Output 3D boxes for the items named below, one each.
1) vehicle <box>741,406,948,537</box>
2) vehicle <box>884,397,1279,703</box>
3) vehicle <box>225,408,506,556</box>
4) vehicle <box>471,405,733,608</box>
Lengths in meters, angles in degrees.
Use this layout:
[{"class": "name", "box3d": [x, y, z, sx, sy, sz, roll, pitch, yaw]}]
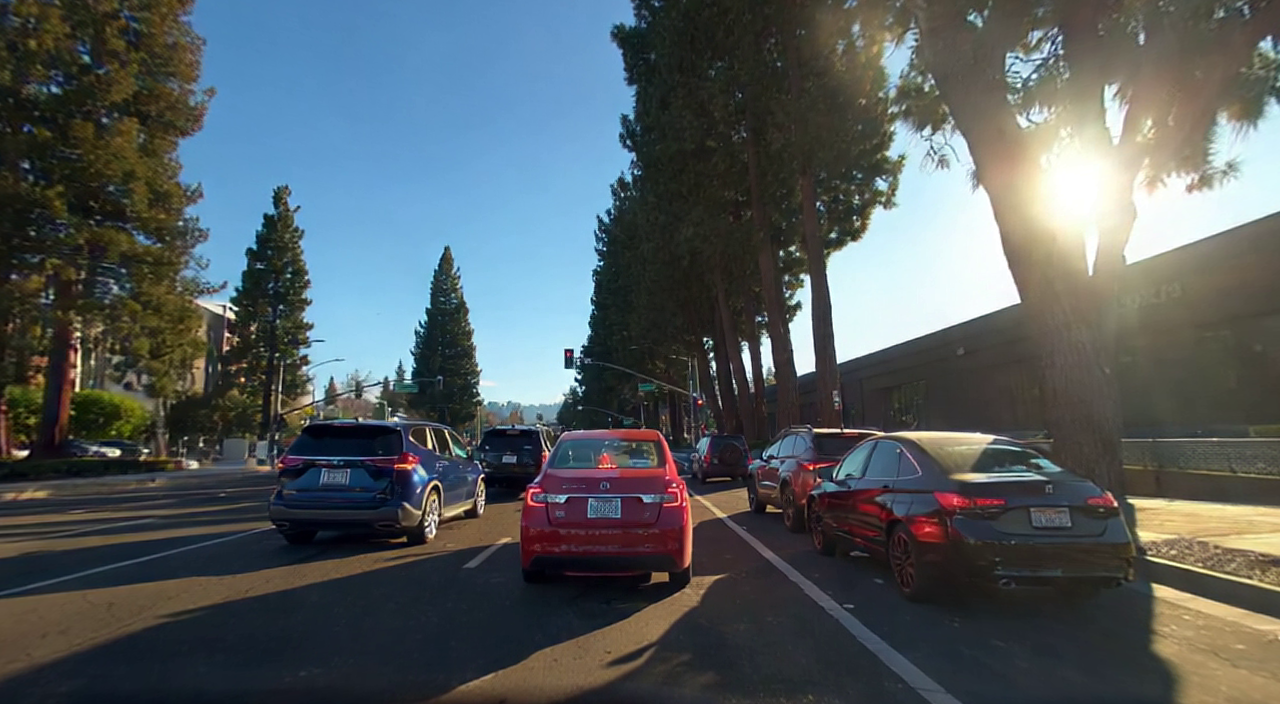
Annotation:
[{"class": "vehicle", "box3d": [3.345, 2.077, 11.536, 2.117, 1.879, 4.715, 0, -8, -1]}, {"class": "vehicle", "box3d": [3.241, 1.068, 3.374, 2.045, 1.459, 4.462, 0, -8, -1]}, {"class": "vehicle", "box3d": [-3.756, 1.886, 9.886, 2.141, 1.718, 4.809, 0, -8, 1]}, {"class": "vehicle", "box3d": [-0.356, 1.583, 7.419, 2.114, 1.631, 4.459, 0, -8, -1]}]
